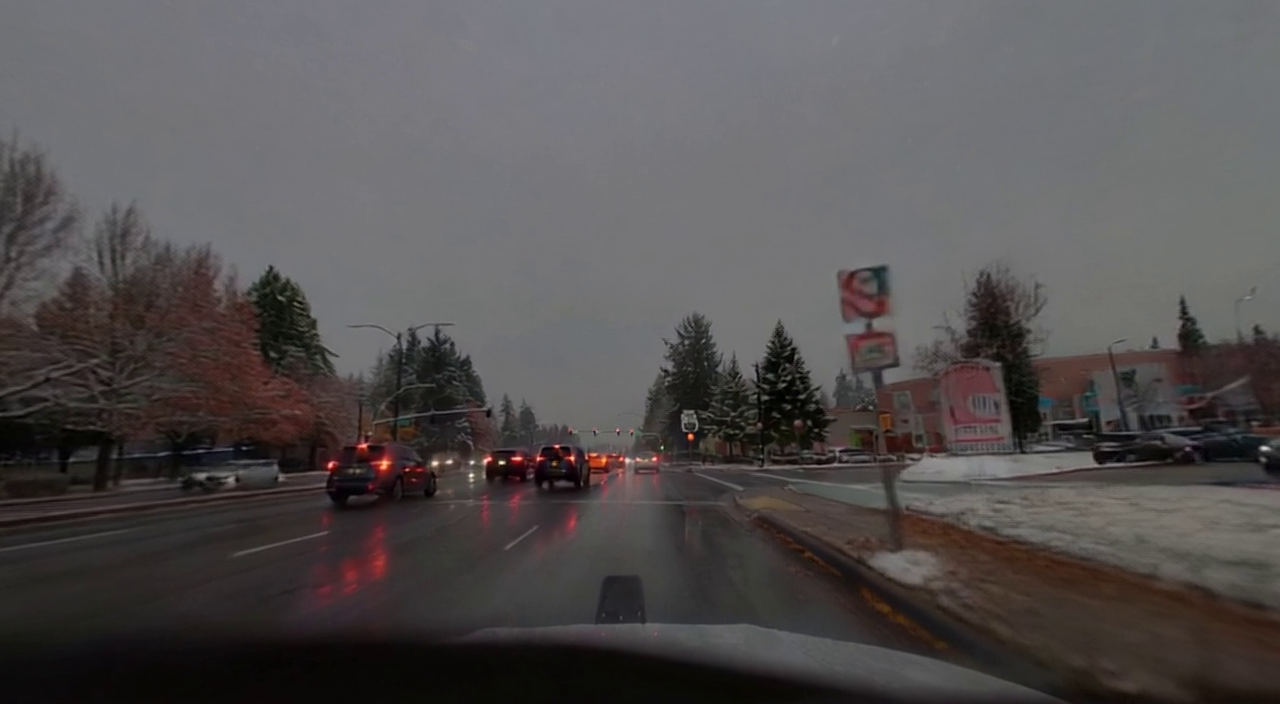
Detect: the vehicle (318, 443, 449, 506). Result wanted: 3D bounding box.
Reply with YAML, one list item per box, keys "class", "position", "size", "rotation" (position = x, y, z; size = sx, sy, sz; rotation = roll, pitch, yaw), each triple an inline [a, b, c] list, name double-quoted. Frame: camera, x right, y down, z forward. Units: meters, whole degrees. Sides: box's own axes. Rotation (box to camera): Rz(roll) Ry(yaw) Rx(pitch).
- class: "vehicle"
  position: [-7.255, 3.492, 18.374]
  size: [1.932, 1.596, 4.247]
  rotation: [0, -9, 1]

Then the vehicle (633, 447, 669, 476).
- class: "vehicle"
  position: [0.643, 6.898, 39.713]
  size: [2.144, 1.704, 4.028]
  rotation: [0, -9, 0]

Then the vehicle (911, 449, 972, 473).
- class: "vehicle"
  position: [20.221, 7.328, 42.440]
  size: [1.938, 1.490, 4.750]
  rotation: [0, -9, 2]

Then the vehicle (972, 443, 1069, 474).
- class: "vehicle"
  position: [20.347, 5.706, 33.892]
  size: [1.899, 1.521, 4.410]
  rotation: [2, -9, -11]

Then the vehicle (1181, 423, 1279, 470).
- class: "vehicle"
  position: [21.603, 3.291, 21.816]
  size: [3.875, 1.540, 1.894]
  rotation: [1, -9, 0]

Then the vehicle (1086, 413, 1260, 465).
- class: "vehicle"
  position: [25.508, 4.272, 30.448]
  size: [5.755, 2.030, 2.287]
  rotation: [-6, -12, 17]

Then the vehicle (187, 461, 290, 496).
- class: "vehicle"
  position: [-19.842, 6.232, 31.427]
  size: [1.852, 1.507, 4.791]
  rotation: [0, -9, 1]

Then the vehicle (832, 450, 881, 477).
- class: "vehicle"
  position: [14.322, 7.383, 41.896]
  size: [1.963, 1.703, 4.447]
  rotation: [0, -9, 4]

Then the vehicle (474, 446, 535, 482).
- class: "vehicle"
  position: [-7.017, 5.870, 33.181]
  size: [2.069, 1.719, 4.441]
  rotation: [0, -9, 2]

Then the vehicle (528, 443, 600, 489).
- class: "vehicle"
  position: [-2.942, 4.553, 25.493]
  size: [2.165, 1.663, 4.513]
  rotation: [0, -9, 2]
